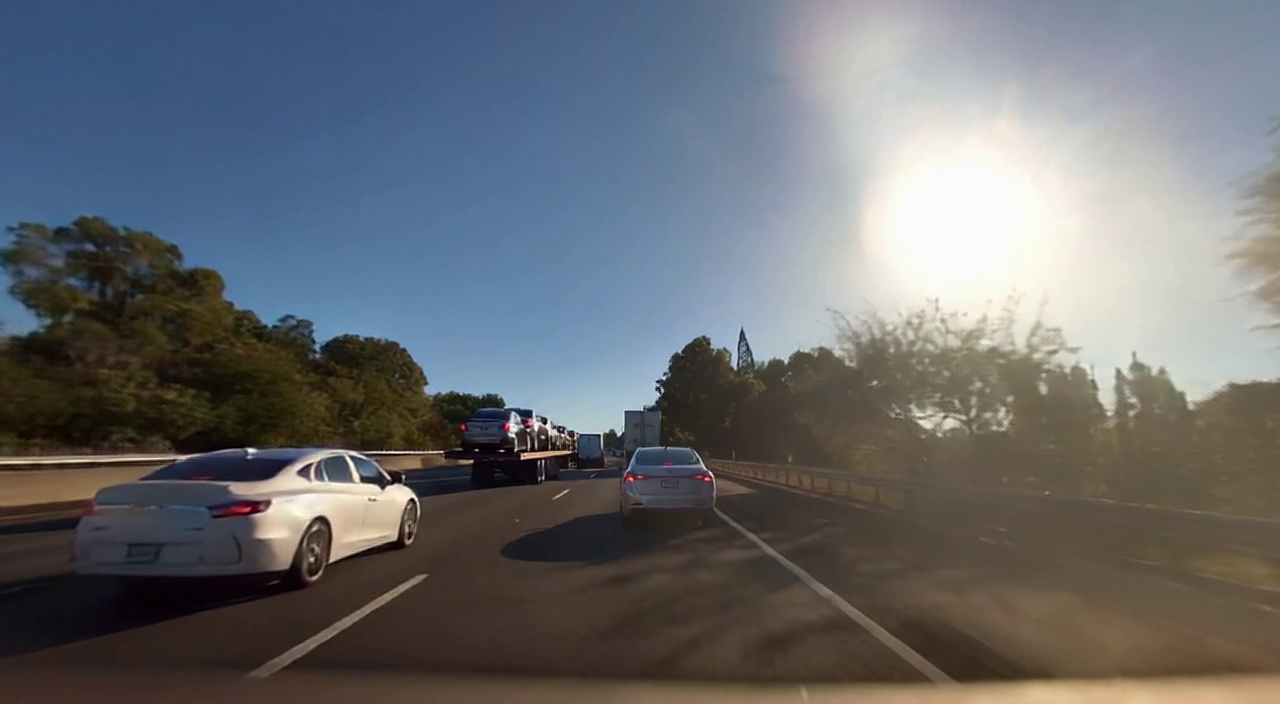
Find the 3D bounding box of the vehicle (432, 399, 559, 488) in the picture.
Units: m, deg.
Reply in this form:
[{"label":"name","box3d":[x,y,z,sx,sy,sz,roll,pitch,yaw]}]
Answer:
[{"label":"vehicle","box3d":[-2.878,1.980,13.541,2.031,1.594,4.103,1,-9,-4]}]

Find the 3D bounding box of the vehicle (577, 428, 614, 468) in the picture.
[{"label":"vehicle","box3d":[-3.218,7.149,46.885,2.289,2.710,6.726,0,-9,0]}]

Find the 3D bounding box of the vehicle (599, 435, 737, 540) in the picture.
[{"label":"vehicle","box3d":[0.408,2.240,10.928,1.991,1.507,3.391,0,-9,0]}]

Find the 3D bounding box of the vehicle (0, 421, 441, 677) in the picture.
[{"label":"vehicle","box3d":[-3.660,1.499,6.002,1.947,1.470,4.526,0,-9,2]}]
